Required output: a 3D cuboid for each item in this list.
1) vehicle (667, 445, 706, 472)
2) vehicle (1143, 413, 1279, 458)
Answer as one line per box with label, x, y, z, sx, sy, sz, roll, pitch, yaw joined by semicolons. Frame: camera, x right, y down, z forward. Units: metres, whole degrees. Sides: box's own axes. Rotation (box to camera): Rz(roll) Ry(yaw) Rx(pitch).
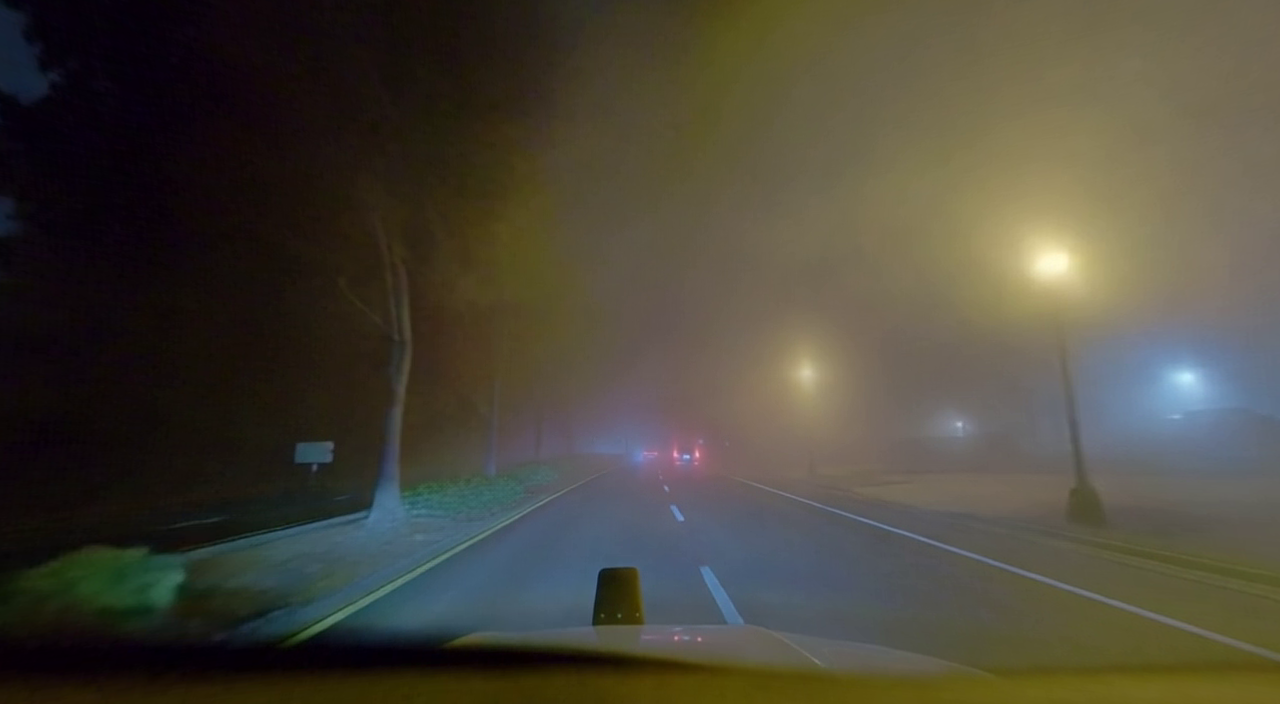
vehicle;2.775;6.449;38.463;2.044;1.537;4.528;0;-8;0
vehicle;28.345;4.107;30.884;5.465;2.116;2.004;0;-8;0
